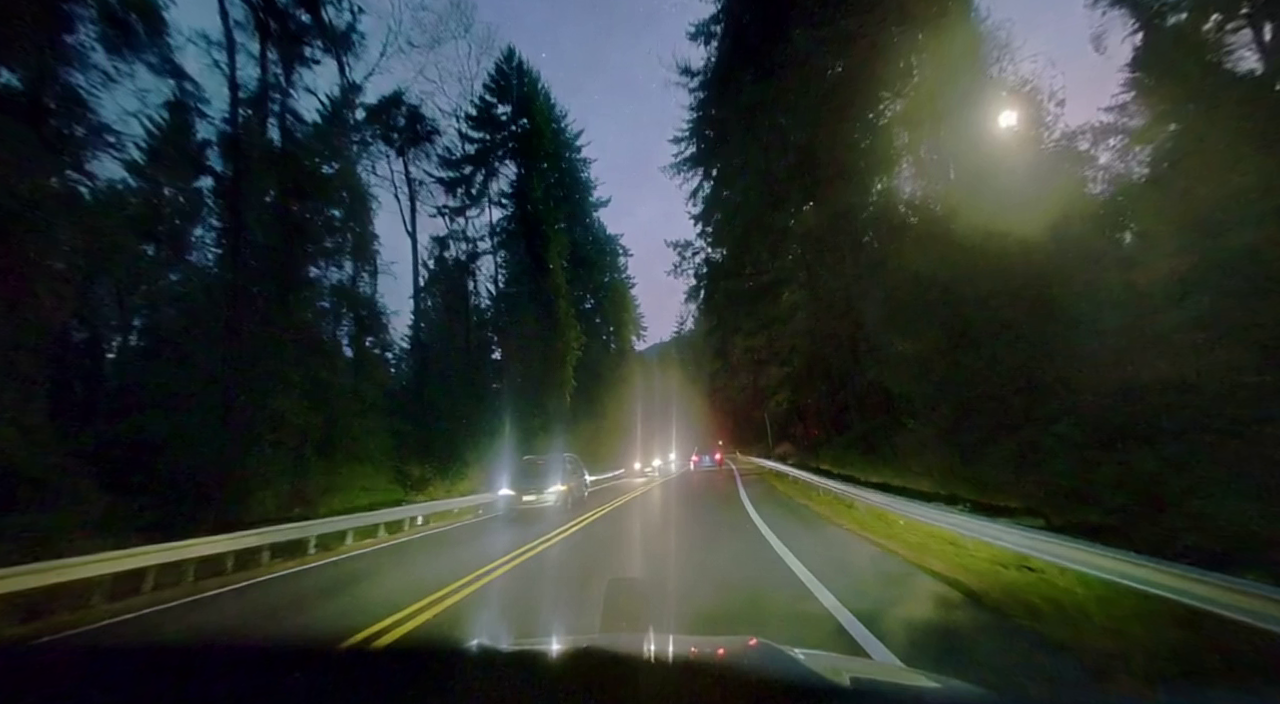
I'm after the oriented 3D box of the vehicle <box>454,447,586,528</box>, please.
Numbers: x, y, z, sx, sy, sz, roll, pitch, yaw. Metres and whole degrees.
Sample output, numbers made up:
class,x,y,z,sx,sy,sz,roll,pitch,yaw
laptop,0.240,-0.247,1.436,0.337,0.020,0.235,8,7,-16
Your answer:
class,x,y,z,sx,sy,sz,roll,pitch,yaw
vehicle,-2.935,3.401,16.563,2.214,1.782,4.289,0,-9,6

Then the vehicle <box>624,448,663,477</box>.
class,x,y,z,sx,sy,sz,roll,pitch,yaw
vehicle,0.328,7.697,44.185,2.170,1.872,4.643,-1,-8,7

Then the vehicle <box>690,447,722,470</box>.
class,x,y,z,sx,sy,sz,roll,pitch,yaw
vehicle,4.603,7.355,43.879,2.120,1.491,4.349,0,-9,6
